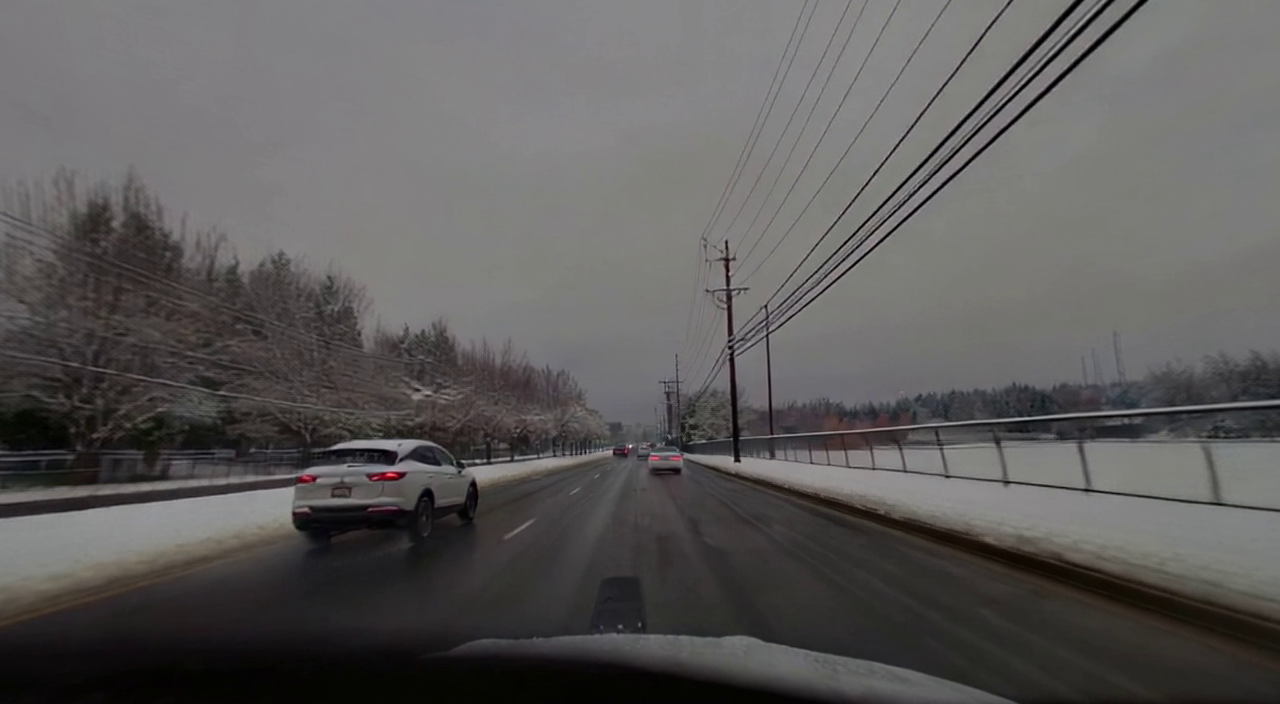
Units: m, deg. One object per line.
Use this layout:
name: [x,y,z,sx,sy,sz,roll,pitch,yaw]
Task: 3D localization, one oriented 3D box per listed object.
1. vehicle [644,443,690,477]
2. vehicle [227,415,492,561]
vehicle: [1.247,5.147,30.230,2.059,1.486,3.980,0,-8,1]
vehicle: [-3.836,1.933,9.654,1.950,1.692,4.397,0,-8,1]
